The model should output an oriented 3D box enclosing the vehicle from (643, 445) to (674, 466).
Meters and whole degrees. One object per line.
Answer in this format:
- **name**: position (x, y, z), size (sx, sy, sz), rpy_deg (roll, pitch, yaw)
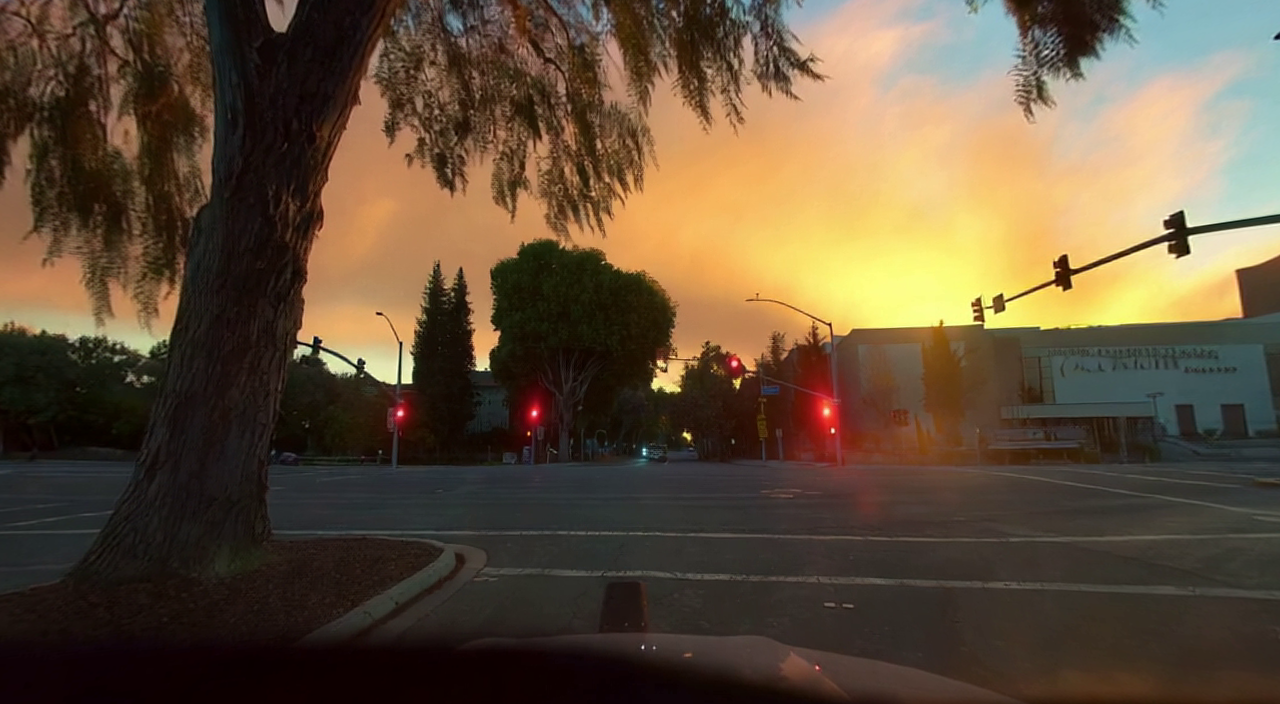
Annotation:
- **vehicle**: position (1.310, 7.620, 46.462), size (2.132, 1.449, 4.235), rpy_deg (0, -9, 0)
